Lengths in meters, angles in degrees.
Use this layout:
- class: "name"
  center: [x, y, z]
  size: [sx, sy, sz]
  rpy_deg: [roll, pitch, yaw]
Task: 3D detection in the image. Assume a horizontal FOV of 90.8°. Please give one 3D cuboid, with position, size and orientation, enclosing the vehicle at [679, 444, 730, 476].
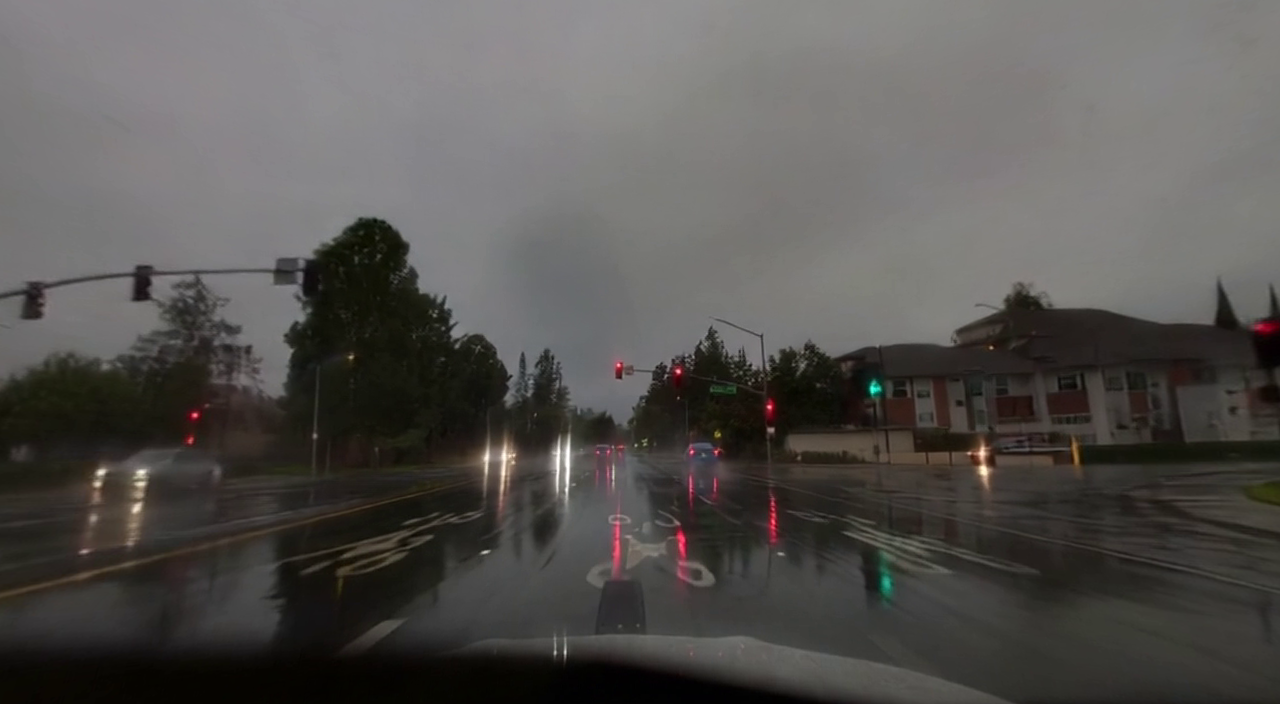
- class: "vehicle"
  center: [3.208, 5.476, 32.278]
  size: [2.068, 1.497, 4.247]
  rpy_deg: [0, -8, -1]

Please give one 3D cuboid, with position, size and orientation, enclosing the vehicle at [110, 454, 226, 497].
- class: "vehicle"
  center: [-21.371, 5.581, 28.879]
  size: [1.913, 1.700, 4.359]
  rpy_deg: [0, -8, 0]

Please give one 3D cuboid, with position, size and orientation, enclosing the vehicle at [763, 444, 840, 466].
- class: "vehicle"
  center: [11.995, 7.660, 47.155]
  size: [5.209, 1.574, 2.008]
  rpy_deg: [-8, -11, 42]

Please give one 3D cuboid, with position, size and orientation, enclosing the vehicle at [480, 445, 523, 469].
- class: "vehicle"
  center: [-10.124, 7.689, 46.555]
  size: [2.089, 1.712, 4.638]
  rpy_deg: [0, -8, 1]

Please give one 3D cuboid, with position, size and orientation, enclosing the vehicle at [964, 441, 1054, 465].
- class: "vehicle"
  center: [24.057, 6.584, 41.353]
  size: [4.580, 1.494, 2.029]
  rpy_deg: [0, -8, 3]
